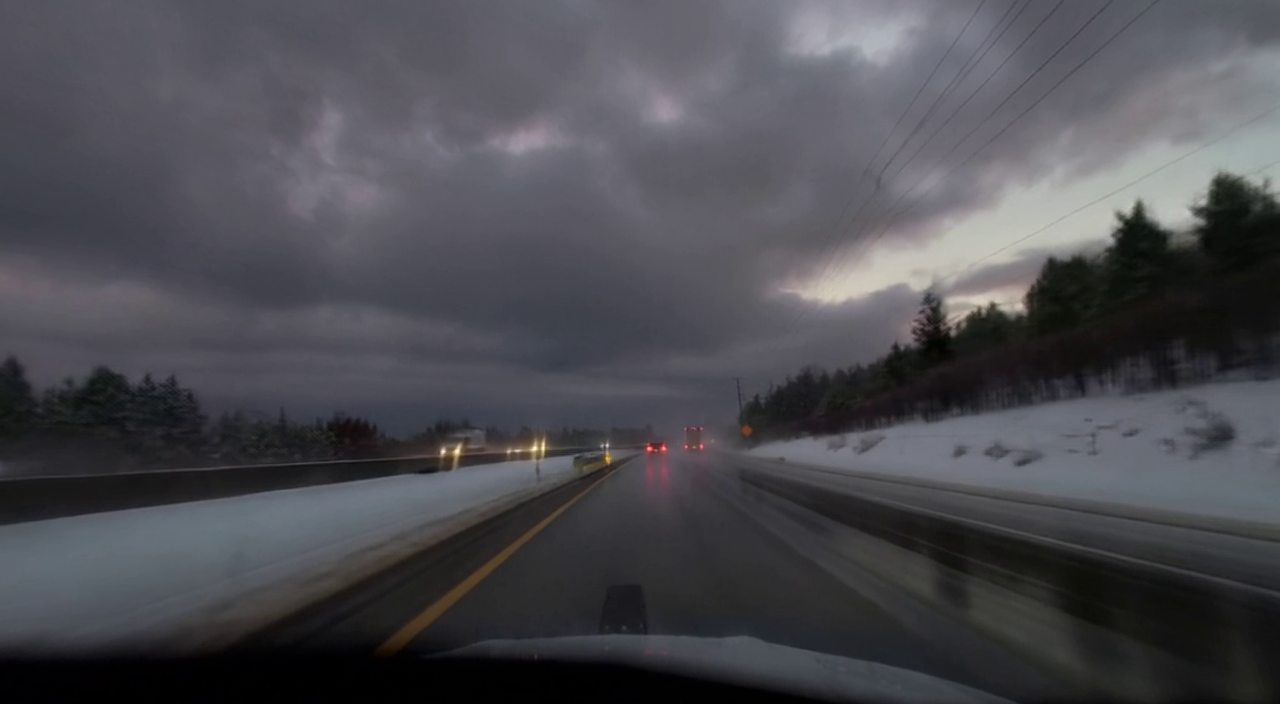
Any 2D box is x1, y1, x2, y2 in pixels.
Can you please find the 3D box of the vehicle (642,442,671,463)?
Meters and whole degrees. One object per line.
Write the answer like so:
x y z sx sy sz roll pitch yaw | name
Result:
1.291 7.825 49.108 2.192 1.556 4.132 -1 -8 1 | vehicle
